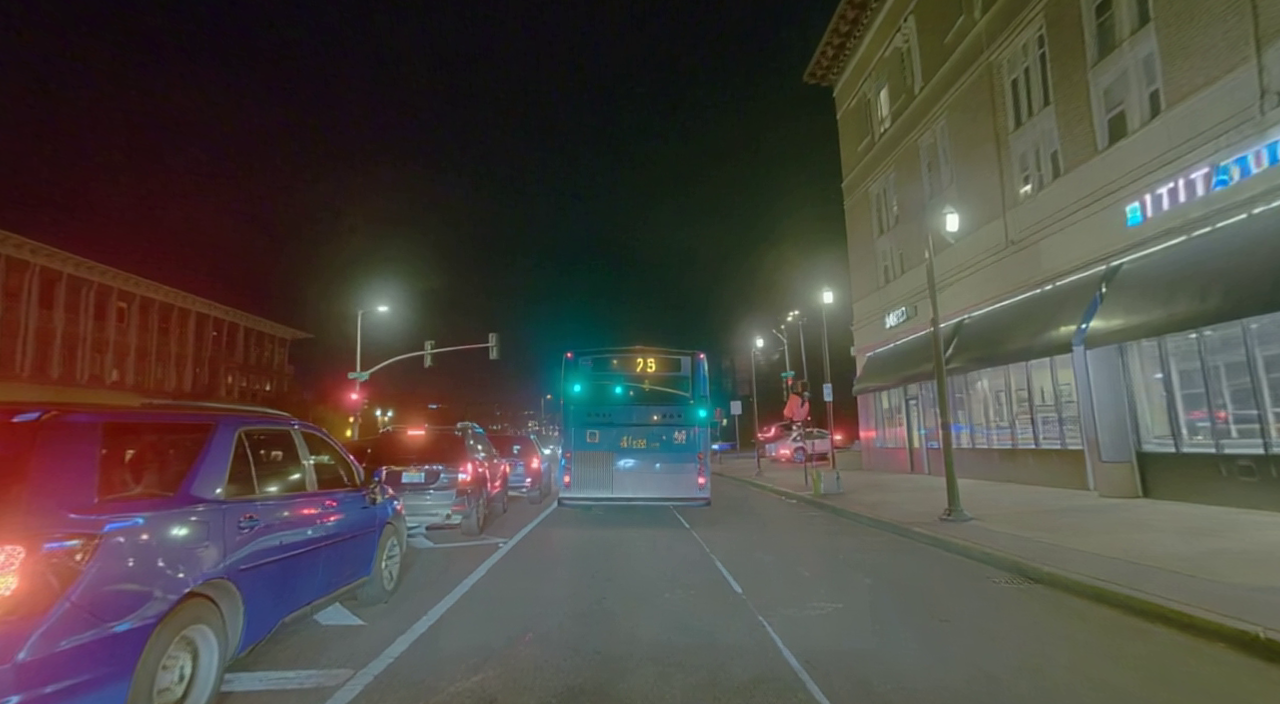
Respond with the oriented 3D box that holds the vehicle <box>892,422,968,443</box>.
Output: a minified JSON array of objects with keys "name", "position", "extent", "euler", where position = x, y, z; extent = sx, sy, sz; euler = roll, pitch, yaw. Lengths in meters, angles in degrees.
[{"name":"vehicle","position":[21.732,6.052,47.408],"extent":[4.827,1.555,1.863],"euler":[1,-9,-7]}]

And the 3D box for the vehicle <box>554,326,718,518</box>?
[{"name":"vehicle","position":[-0.315,1.987,16.504],"extent":[2.938,3.468,9.972],"euler":[0,-9,-3]}]

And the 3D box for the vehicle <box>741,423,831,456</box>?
[{"name":"vehicle","position":[9.961,6.050,43.498],"extent":[5.788,2.165,2.491],"euler":[-2,-9,10]}]

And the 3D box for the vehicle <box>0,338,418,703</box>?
[{"name":"vehicle","position":[-3.217,1.092,3.979],"extent":[2.020,1.725,4.384],"euler":[0,-8,0]}]

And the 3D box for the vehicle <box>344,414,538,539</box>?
[{"name":"vehicle","position":[-3.341,2.199,11.780],"extent":[2.096,1.828,4.669],"euler":[0,-8,0]}]
